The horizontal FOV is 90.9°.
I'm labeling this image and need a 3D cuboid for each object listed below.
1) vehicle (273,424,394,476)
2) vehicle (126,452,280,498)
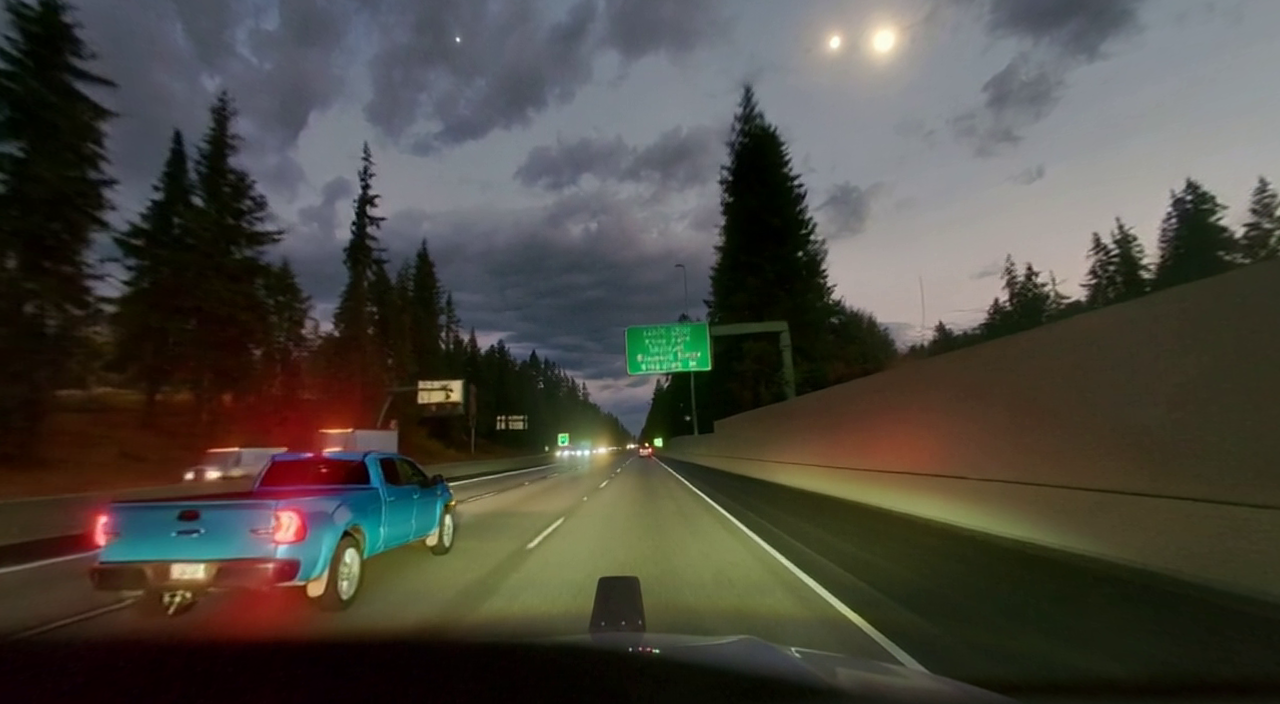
[{"bbox_3d":[-21.573,6.985,45.481,3.101,3.238,10.911,-1,-8,1],"label":"vehicle"},{"bbox_3d":[-21.936,6.173,32.281,2.698,1.930,7.081,-1,-8,2],"label":"vehicle"}]
